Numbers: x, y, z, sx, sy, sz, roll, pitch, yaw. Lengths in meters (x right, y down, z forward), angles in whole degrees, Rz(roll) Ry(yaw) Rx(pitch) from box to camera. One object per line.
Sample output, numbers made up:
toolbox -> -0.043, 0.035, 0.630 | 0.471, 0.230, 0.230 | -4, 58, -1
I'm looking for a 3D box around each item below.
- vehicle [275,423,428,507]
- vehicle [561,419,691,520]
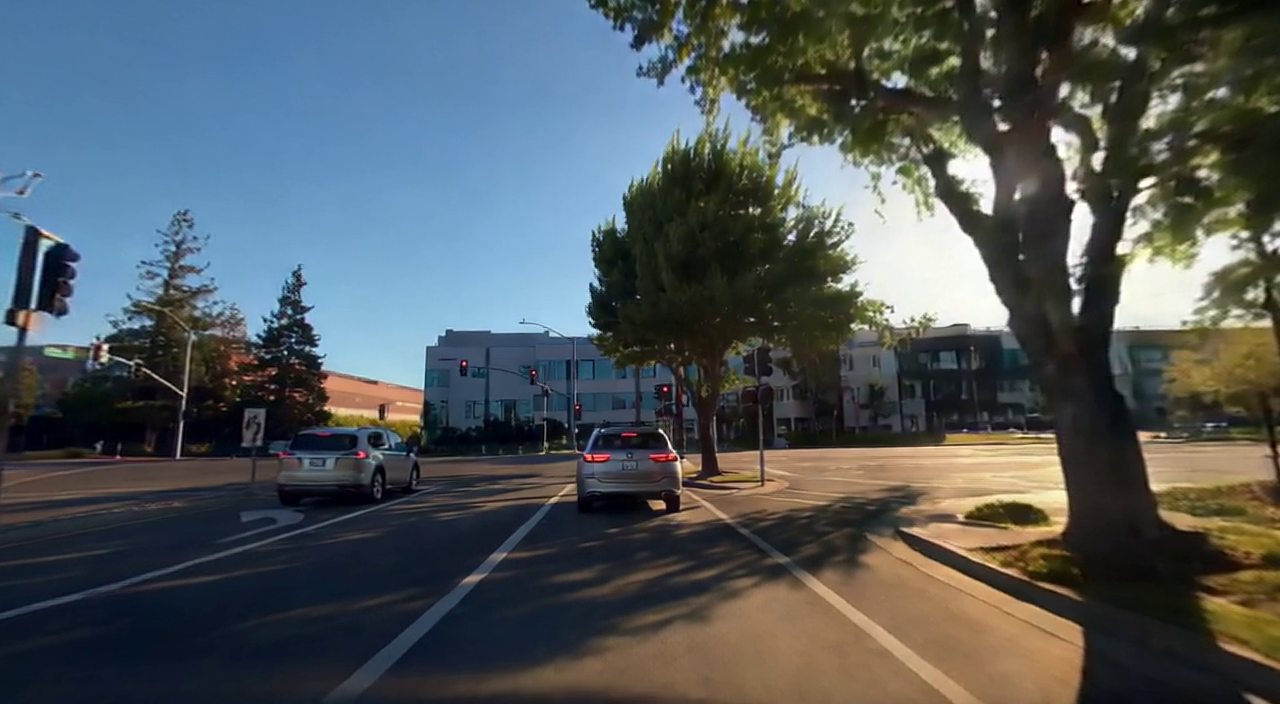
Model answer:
vehicle -> -6.664, 2.650, 15.135 | 2.020, 1.695, 4.187 | 1, -9, -6
vehicle -> -0.388, 2.272, 12.632 | 2.154, 1.670, 4.140 | 1, -9, -4
